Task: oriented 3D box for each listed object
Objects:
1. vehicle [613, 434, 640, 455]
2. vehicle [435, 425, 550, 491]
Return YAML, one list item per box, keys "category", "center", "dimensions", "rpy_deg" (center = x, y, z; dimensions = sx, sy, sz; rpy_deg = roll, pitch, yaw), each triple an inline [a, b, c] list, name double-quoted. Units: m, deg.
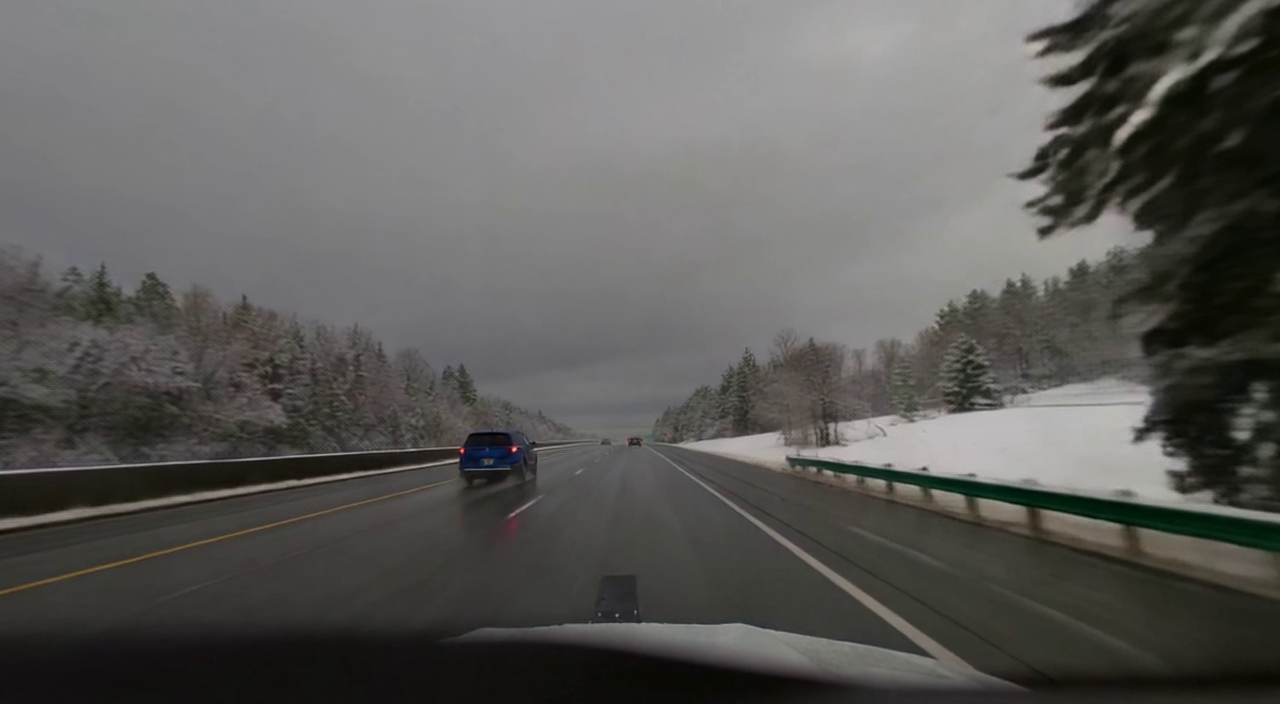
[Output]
- category: "vehicle"
  center: [-0.971, 6.695, 45.713]
  dimensions: [1.836, 1.450, 3.519]
  rpy_deg: [0, -8, -1]
- category: "vehicle"
  center: [-3.859, 2.853, 17.458]
  dimensions: [2.072, 1.545, 4.767]
  rpy_deg: [0, -8, 0]
